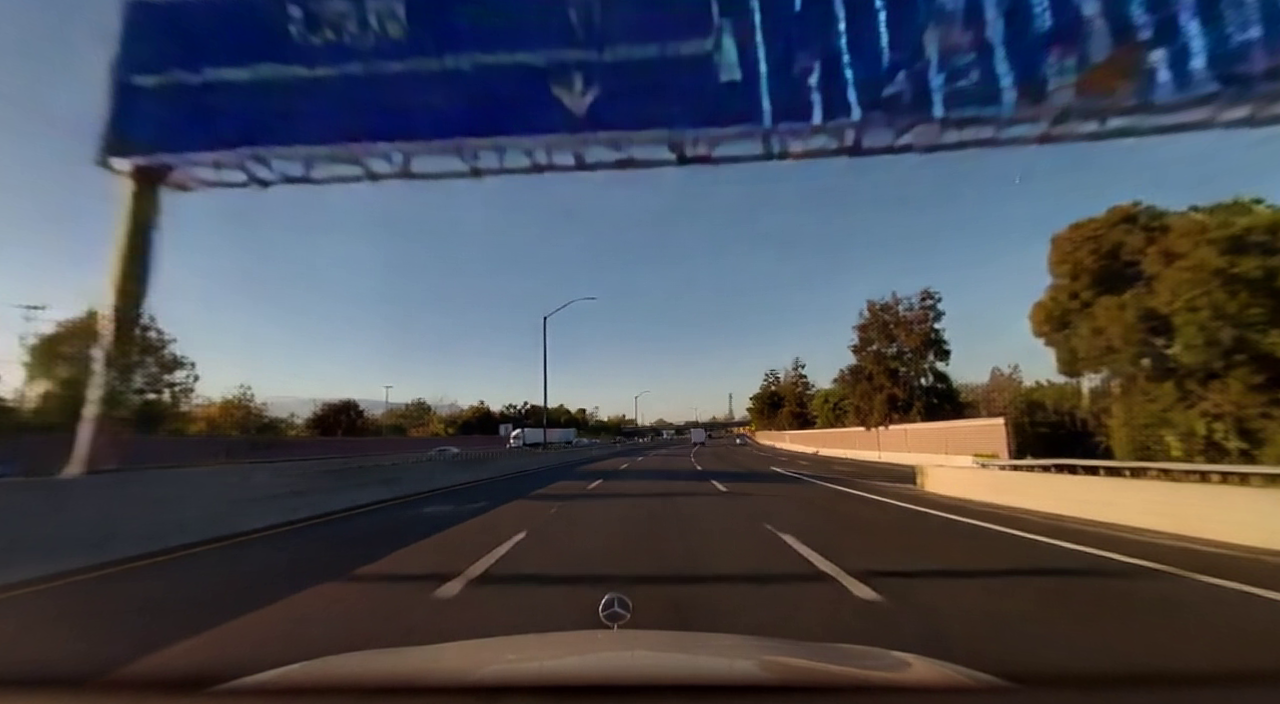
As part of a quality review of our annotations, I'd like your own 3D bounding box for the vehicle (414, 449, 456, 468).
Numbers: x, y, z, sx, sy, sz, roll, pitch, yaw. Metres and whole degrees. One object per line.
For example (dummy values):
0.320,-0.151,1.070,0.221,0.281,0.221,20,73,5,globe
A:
-14.742,7.684,45.436,1.651,1.224,3.682,-1,-8,3,vehicle
